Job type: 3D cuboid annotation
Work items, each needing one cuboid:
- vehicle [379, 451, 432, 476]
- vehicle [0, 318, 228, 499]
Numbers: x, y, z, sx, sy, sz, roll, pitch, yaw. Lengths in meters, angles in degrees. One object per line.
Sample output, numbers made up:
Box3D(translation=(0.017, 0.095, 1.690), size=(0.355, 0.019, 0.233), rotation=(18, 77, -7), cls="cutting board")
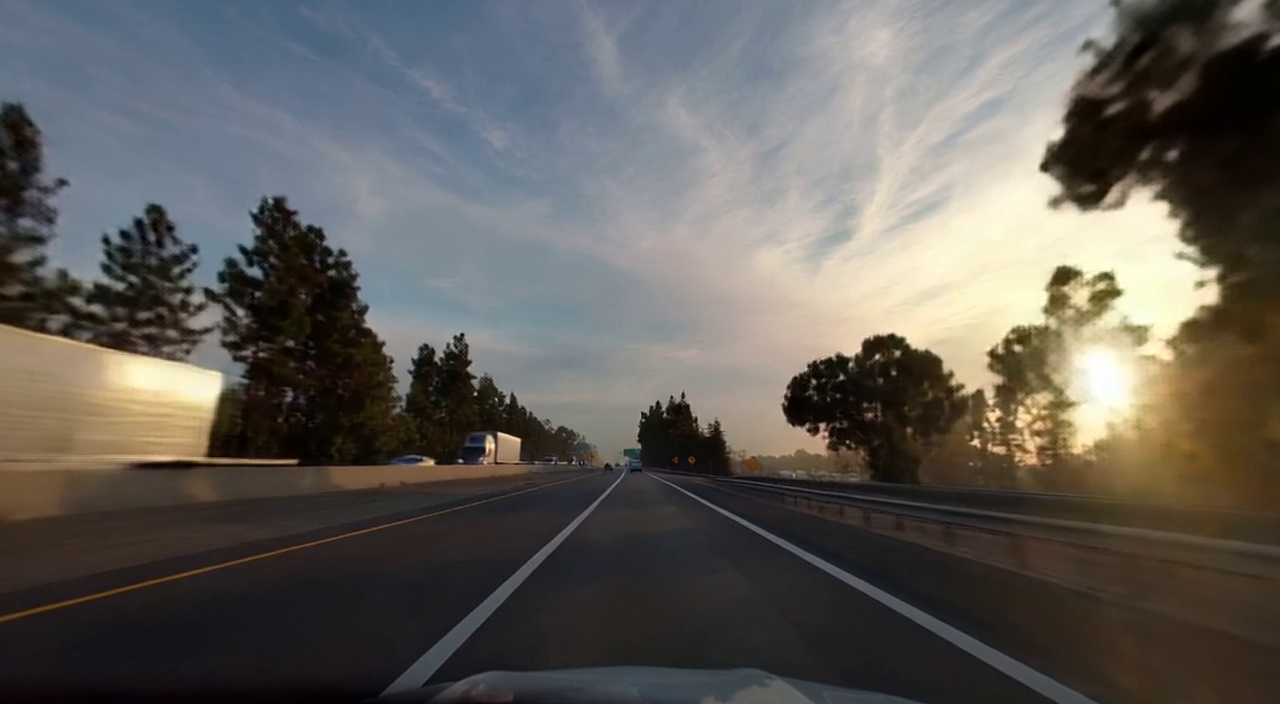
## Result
Box3D(translation=(-15.983, 7.676, 43.232), size=(1.889, 1.586, 4.435), rotation=(1, -10, 0), cls="vehicle")
Box3D(translation=(-15.907, 1.387, 14.861), size=(2.901, 4.018, 14.126), rotation=(1, -10, 0), cls="vehicle")
